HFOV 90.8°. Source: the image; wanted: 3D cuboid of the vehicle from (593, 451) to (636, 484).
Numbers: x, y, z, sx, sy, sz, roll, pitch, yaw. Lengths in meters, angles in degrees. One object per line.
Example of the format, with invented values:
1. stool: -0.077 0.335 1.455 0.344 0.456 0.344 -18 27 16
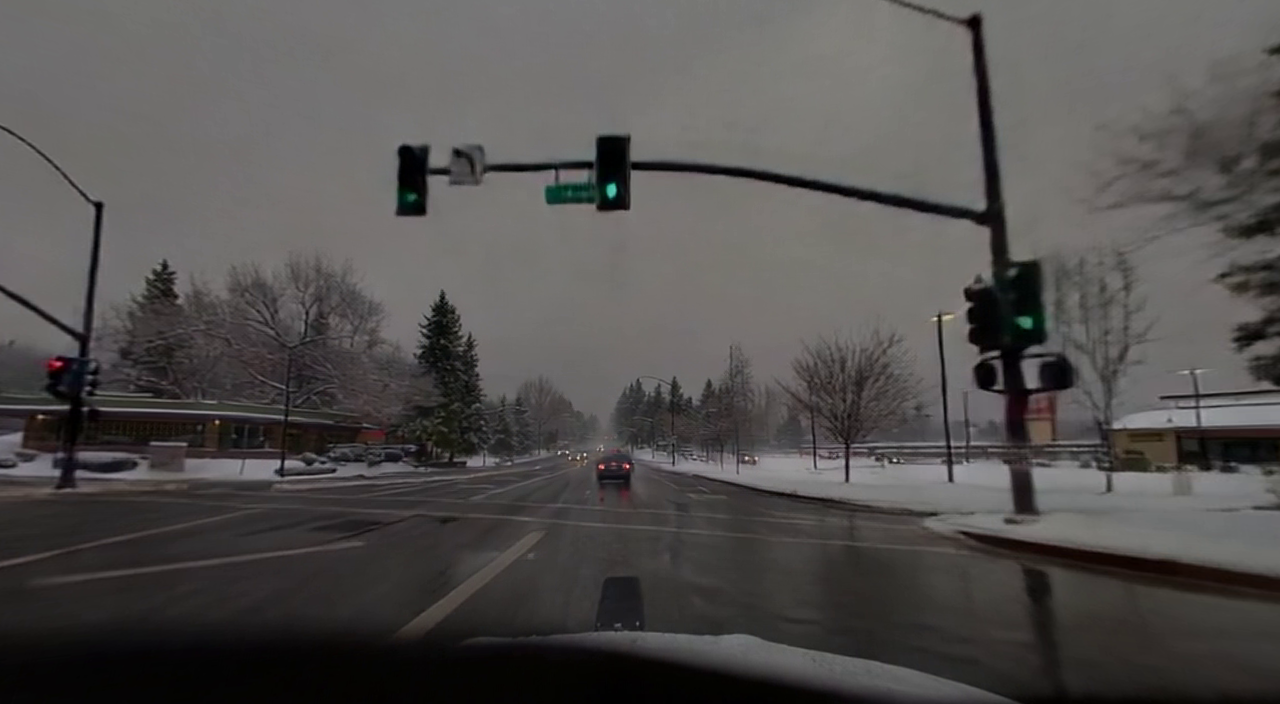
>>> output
1. vehicle: -1.245 5.462 30.201 1.917 1.418 3.987 0 -8 -3
